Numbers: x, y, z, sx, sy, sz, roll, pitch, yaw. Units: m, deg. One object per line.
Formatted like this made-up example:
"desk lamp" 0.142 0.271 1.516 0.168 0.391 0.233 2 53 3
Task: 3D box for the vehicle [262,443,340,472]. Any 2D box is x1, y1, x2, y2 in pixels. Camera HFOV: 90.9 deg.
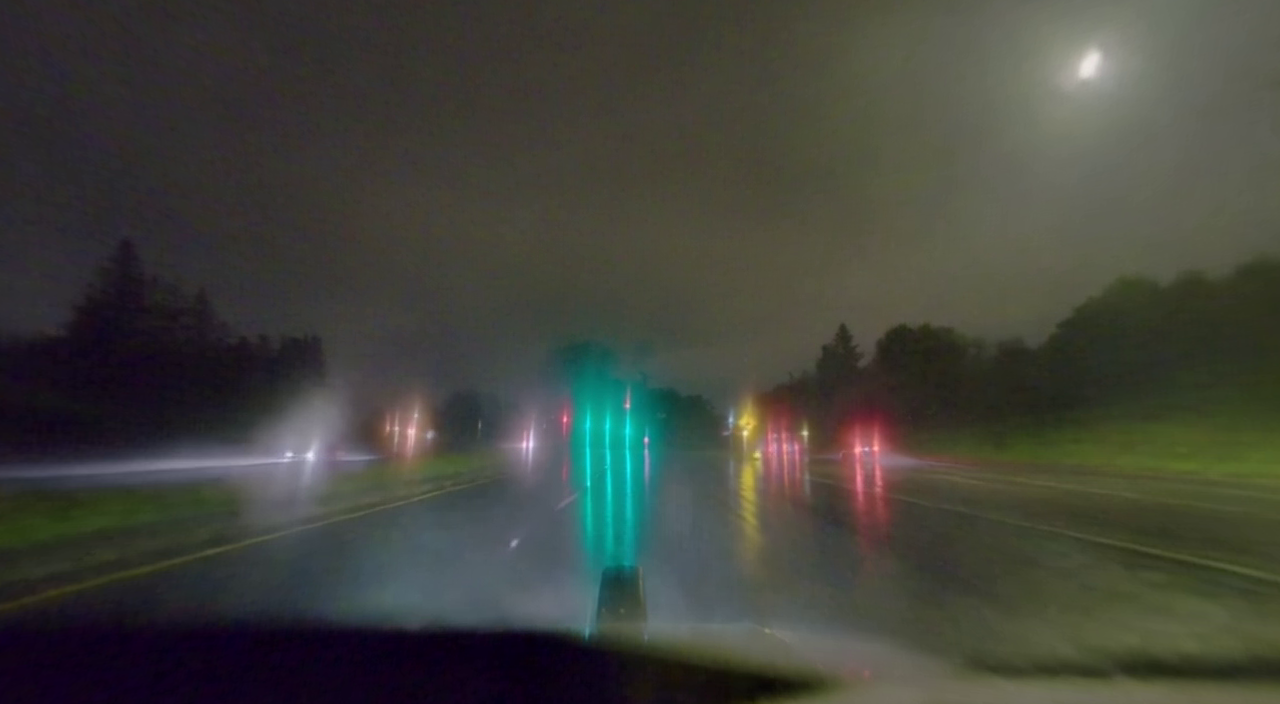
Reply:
"vehicle" -19.120 5.952 35.836 1.912 1.533 4.713 0 -8 -2
